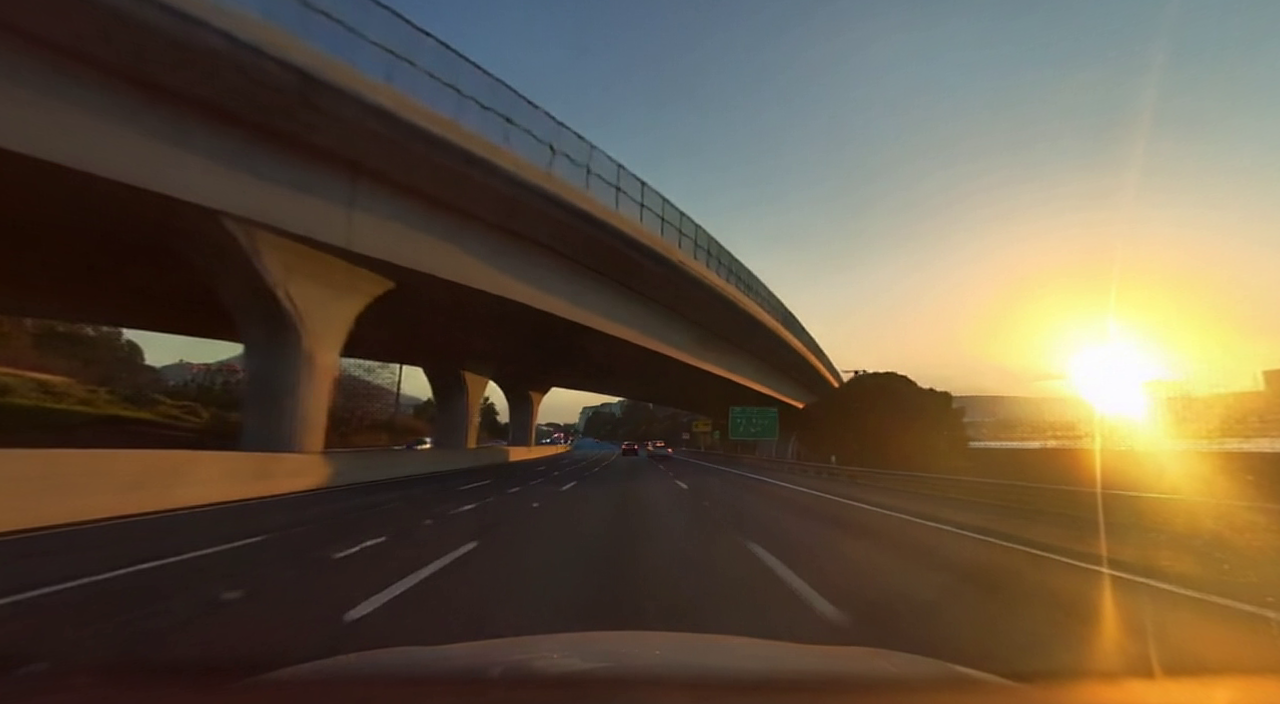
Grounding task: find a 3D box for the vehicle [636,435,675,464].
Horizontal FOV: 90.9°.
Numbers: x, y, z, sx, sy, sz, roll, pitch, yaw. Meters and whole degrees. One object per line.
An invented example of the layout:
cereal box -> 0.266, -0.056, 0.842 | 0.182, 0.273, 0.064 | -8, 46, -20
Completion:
vehicle -> 1.039, 6.906, 44.828 | 2.431, 1.916, 4.808 | 0, -8, -2
